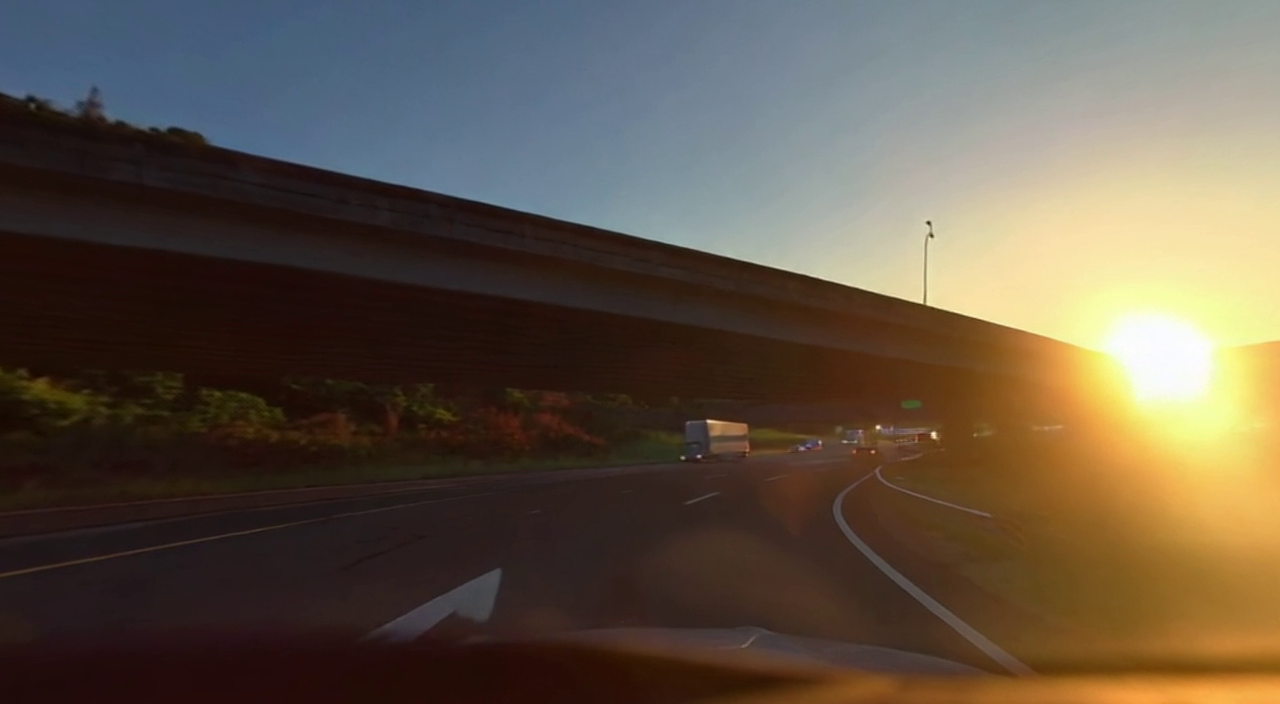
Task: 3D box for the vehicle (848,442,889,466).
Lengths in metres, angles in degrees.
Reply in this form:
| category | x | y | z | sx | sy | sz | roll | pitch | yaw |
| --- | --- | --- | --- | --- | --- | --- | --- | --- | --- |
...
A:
| category | x | y | z | sx | sy | sz | roll | pitch | yaw |
| --- | --- | --- | --- | --- | --- | --- | --- | --- | --- |
| vehicle | 14.931 | 6.627 | 41.029 | 1.807 | 1.427 | 3.645 | -5 | -10 | 30 |
